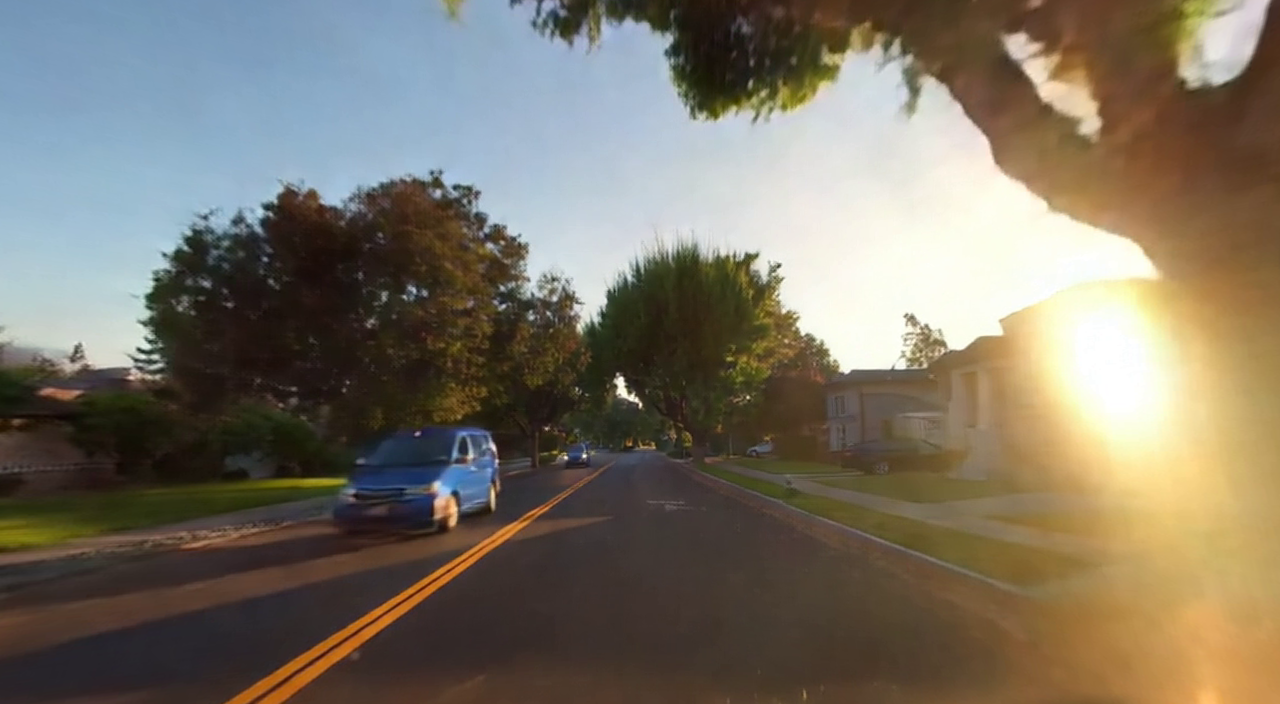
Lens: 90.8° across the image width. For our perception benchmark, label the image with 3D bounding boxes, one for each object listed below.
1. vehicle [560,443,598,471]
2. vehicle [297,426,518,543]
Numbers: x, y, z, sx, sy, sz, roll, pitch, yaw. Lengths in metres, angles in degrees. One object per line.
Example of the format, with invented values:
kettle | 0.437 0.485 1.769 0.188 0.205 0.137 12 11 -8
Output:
vehicle | -4.184 7.299 44.082 2.161 1.798 4.627 0 -8 1
vehicle | -4.227 2.521 12.877 2.303 1.813 5.660 0 -9 0
